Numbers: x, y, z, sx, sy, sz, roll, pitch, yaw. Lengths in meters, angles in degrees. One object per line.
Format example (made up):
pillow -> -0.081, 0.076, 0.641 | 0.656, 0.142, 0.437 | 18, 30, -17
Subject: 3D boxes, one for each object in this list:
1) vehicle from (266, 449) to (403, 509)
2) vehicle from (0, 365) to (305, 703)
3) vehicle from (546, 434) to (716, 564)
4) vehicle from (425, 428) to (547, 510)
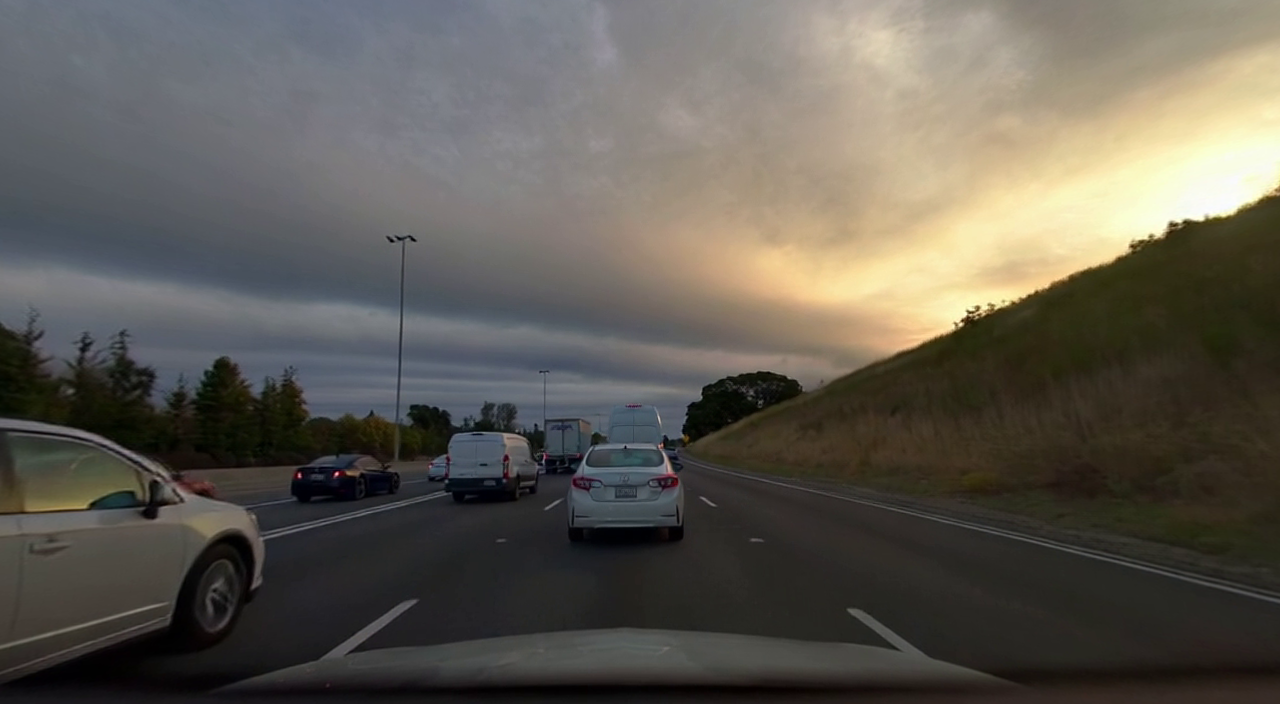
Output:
vehicle -> -8.394, 3.487, 17.772 | 1.826, 1.465, 3.916 | -1, -9, 1
vehicle -> -3.615, 0.903, 2.601 | 2.029, 1.656, 4.437 | 0, -9, 0
vehicle -> -0.135, 2.007, 9.202 | 1.995, 1.495, 3.380 | 0, -9, -1
vehicle -> -3.997, 3.134, 17.300 | 2.055, 1.913, 4.584 | -1, -9, 2
